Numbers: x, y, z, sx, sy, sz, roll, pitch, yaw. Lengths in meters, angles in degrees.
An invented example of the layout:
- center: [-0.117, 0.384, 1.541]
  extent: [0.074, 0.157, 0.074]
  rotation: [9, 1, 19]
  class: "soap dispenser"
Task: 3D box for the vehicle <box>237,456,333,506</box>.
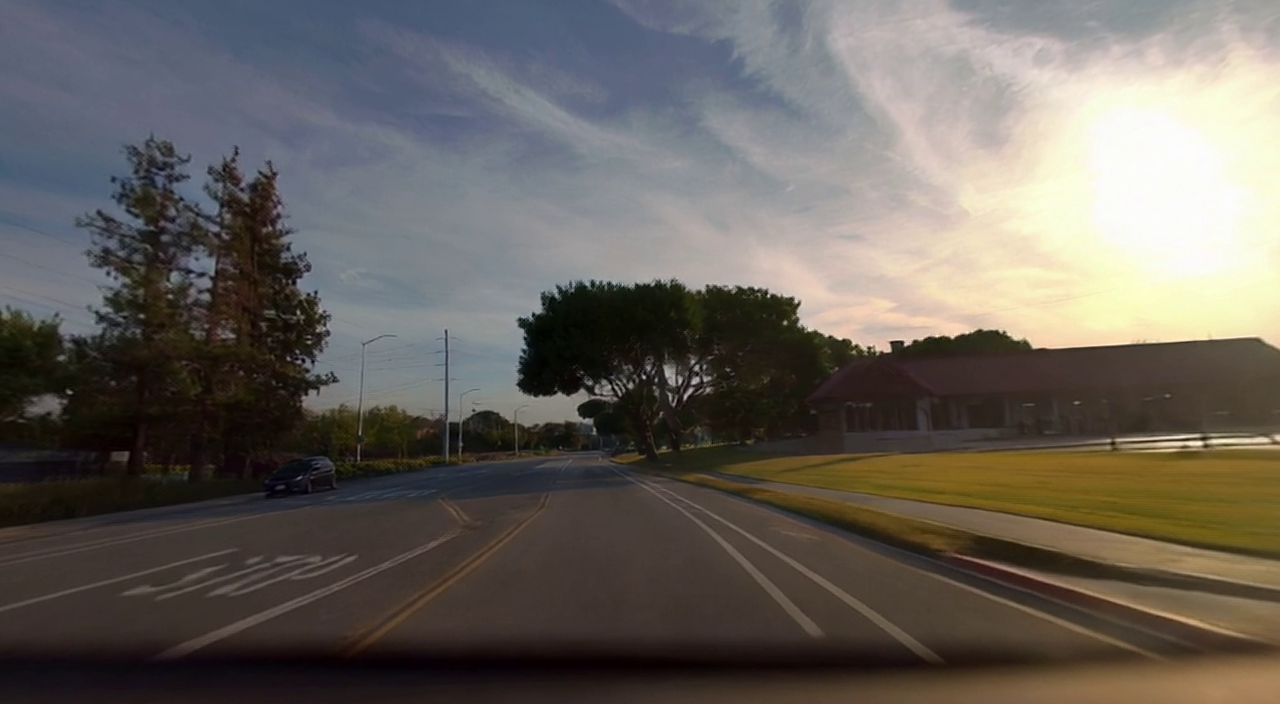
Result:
- center: [-14.775, 5.326, 26.466]
  extent: [1.952, 1.632, 4.200]
  rotation: [-2, -7, -6]
  class: "vehicle"
